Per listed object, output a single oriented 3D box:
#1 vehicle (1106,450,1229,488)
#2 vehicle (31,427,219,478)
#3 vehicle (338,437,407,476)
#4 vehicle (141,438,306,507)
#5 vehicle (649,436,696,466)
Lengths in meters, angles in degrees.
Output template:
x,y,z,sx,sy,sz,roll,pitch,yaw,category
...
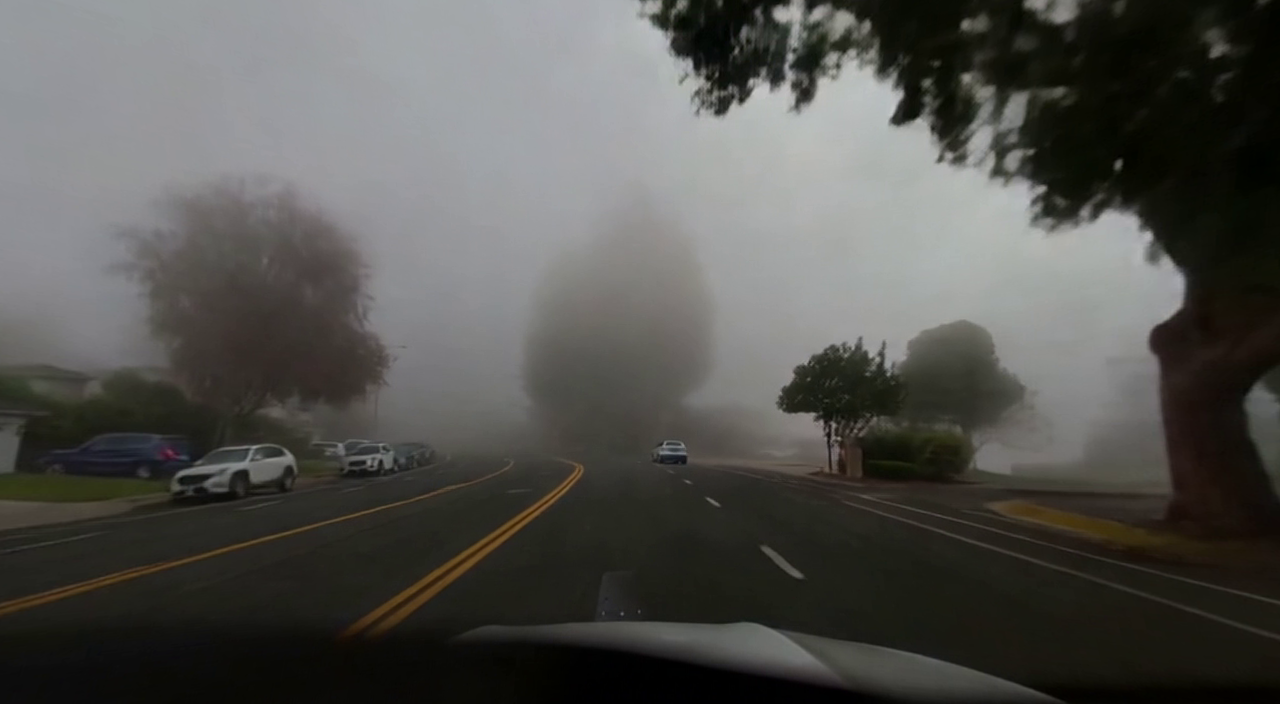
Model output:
x,y,z,sx,sy,sz,roll,pitch,yaw,category
22.704,5.013,27.419,1.917,1.479,3.833,0,-8,-2,vehicle
-19.753,3.889,24.502,5.061,1.840,2.236,2,-8,-9,vehicle
-13.477,5.279,32.161,2.146,1.806,4.733,2,-8,-10,vehicle
-12.141,3.487,18.872,2.032,1.773,4.471,1,-8,-3,vehicle
1.791,5.675,36.529,1.951,1.620,4.582,1,-8,-7,vehicle
